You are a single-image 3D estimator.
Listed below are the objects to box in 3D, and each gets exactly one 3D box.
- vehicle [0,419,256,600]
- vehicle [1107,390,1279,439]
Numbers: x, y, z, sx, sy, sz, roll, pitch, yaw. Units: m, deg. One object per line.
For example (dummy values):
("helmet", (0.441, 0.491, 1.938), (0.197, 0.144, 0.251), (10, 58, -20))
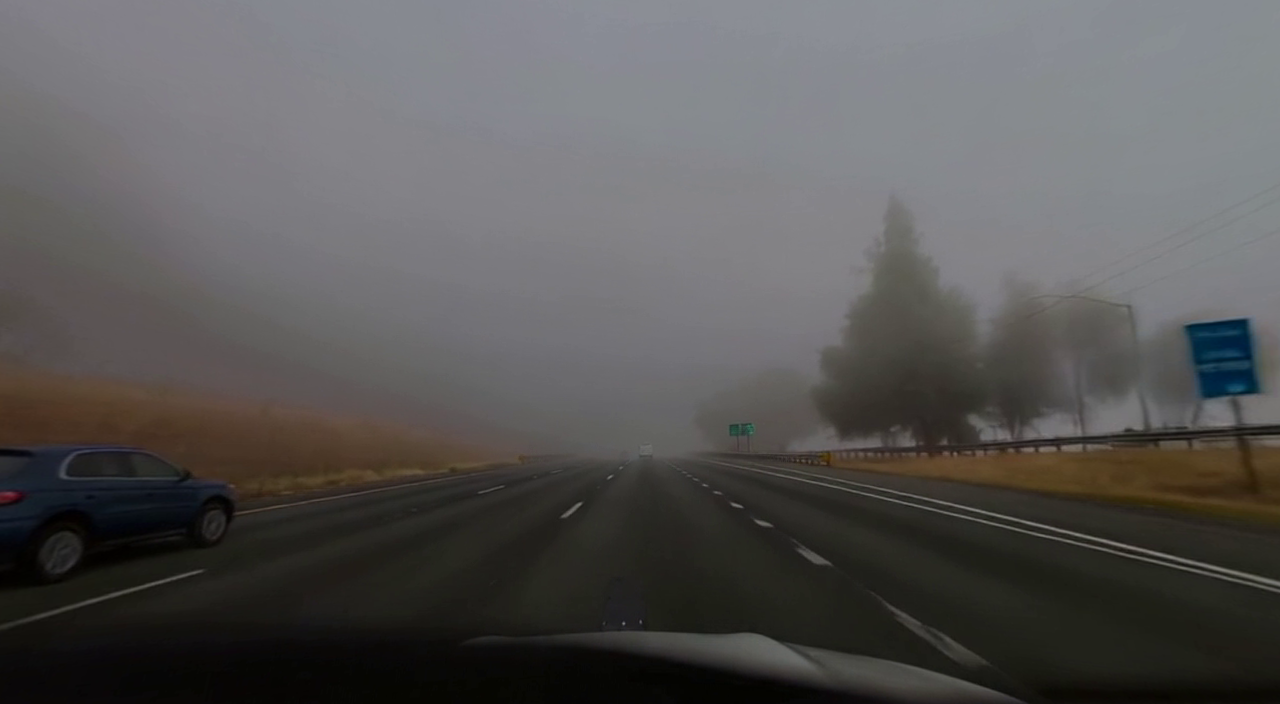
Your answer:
("vehicle", (-6.854, 1.638, 7.113), (2.016, 1.640, 4.713), (0, -8, 1))
("vehicle", (23.444, 2.800, 27.185), (2.268, 1.833, 5.691), (0, -8, 0))
